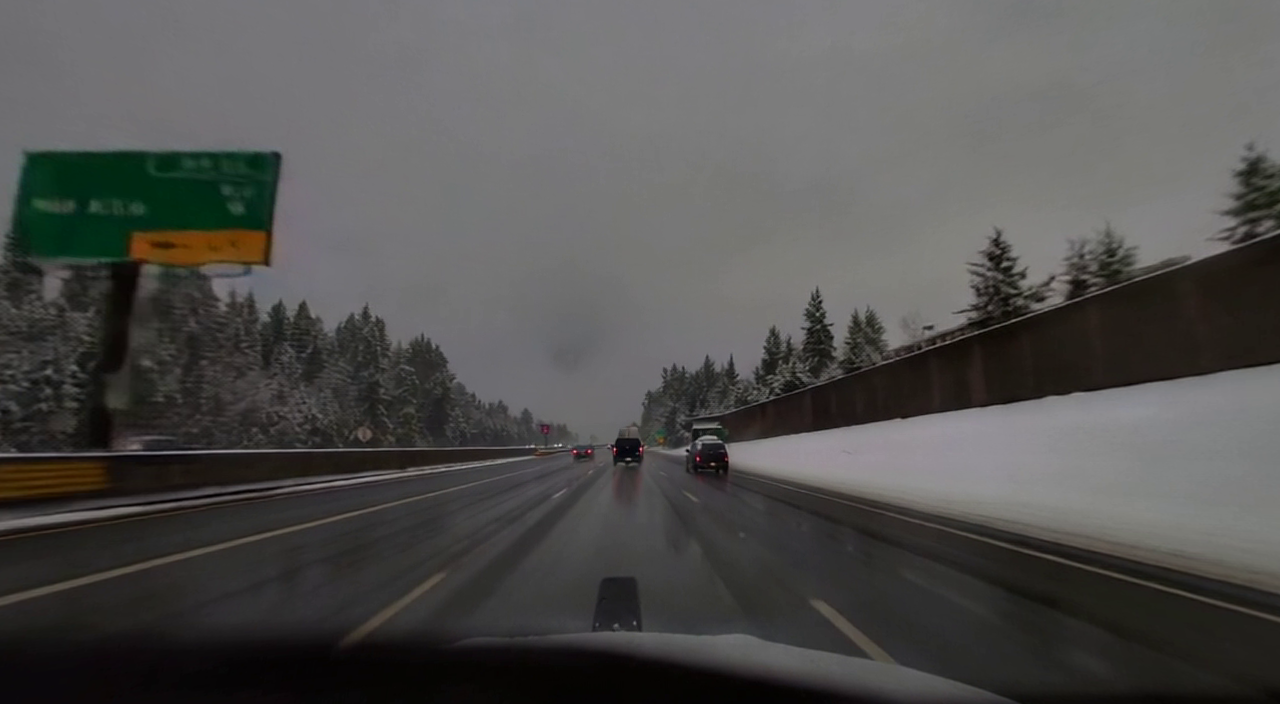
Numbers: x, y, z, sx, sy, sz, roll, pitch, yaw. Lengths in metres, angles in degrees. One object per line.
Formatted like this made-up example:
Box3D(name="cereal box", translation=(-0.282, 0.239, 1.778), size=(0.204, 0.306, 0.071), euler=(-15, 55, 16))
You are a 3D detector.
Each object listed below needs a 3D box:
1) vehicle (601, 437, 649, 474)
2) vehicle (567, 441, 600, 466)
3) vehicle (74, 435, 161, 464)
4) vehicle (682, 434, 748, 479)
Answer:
Box3D(name="vehicle", translation=(-0.743, 5.302, 32.575), size=(2.297, 1.783, 4.355), euler=(0, -8, -1))
Box3D(name="vehicle", translation=(-4.123, 7.463, 46.750), size=(2.023, 1.709, 4.263), euler=(0, -8, 0))
Box3D(name="vehicle", translation=(-29.082, 5.437, 35.304), size=(1.601, 1.485, 3.882), euler=(-1, -8, -1))
Box3D(name="vehicle", translation=(3.146, 4.505, 27.418), size=(2.160, 1.759, 4.214), euler=(0, -8, -2))
